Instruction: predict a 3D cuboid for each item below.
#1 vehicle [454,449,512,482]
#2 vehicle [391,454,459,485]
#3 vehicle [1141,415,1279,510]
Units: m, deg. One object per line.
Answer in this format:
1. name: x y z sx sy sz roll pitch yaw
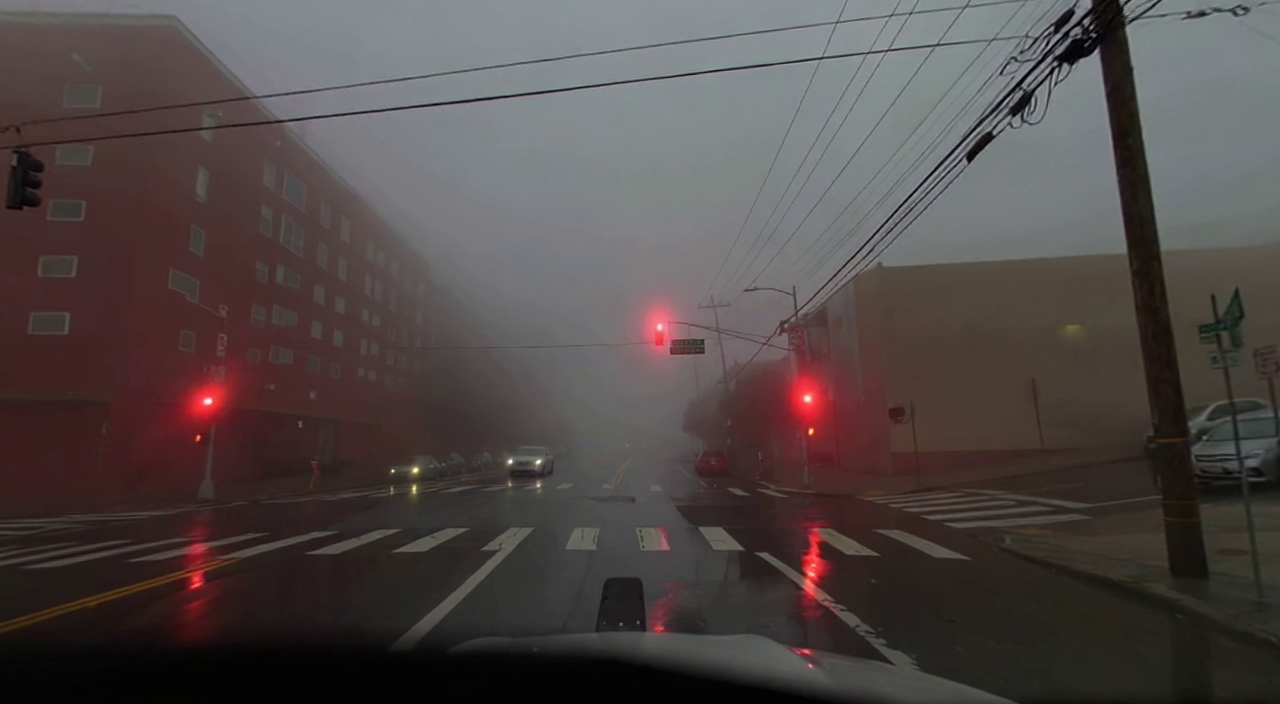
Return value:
1. vehicle: -8.679 6.297 35.173 2.020 1.672 3.842 0 -9 3
2. vehicle: -12.038 6.600 35.652 1.943 1.574 4.727 0 -9 3
3. vehicle: 12.684 2.207 12.784 3.234 1.746 1.941 -1 -9 3
